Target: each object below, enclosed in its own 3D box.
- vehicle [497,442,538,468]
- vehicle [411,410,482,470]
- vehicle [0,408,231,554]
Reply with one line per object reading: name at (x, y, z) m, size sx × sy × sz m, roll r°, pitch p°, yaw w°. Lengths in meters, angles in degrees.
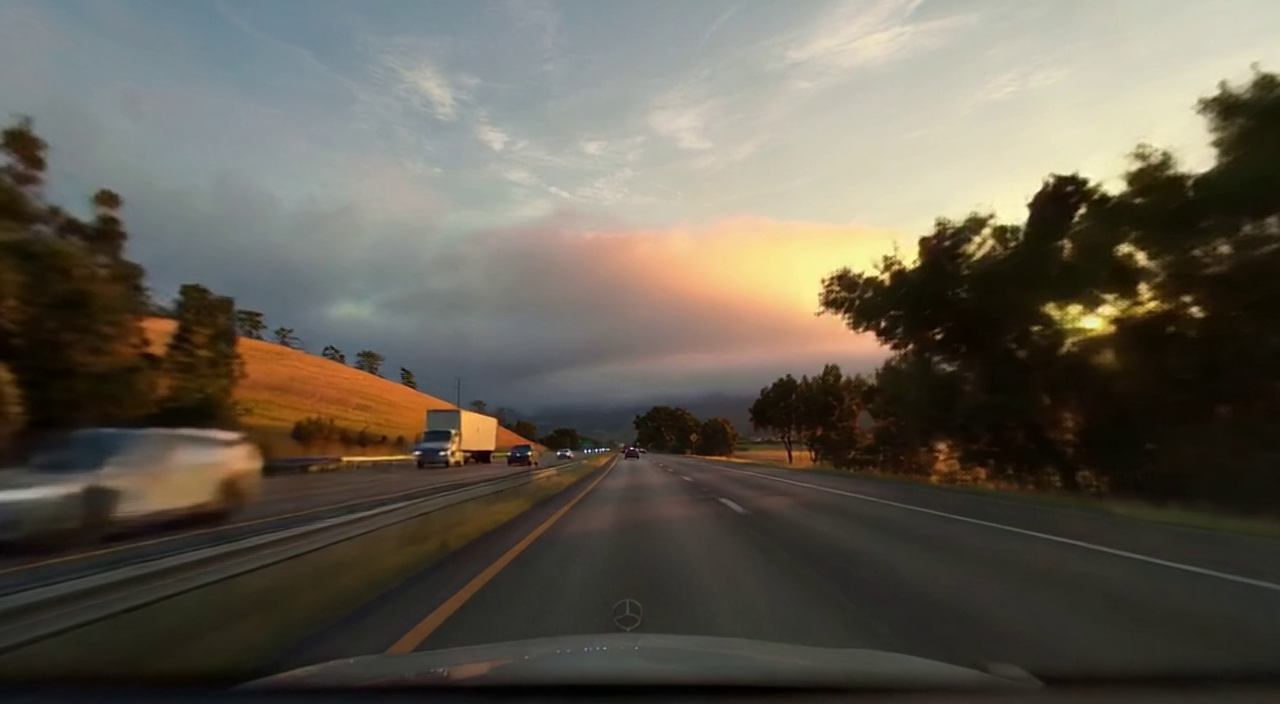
vehicle at (-8.620, 7.262, 44.606) m, size 2.060 × 1.750 × 4.253 m, roll 0°, pitch -9°, yaw -1°
vehicle at (-13.047, 6.061, 43.061) m, size 3.023 × 3.837 × 5.876 m, roll 0°, pitch -9°, yaw -1°
vehicle at (-8.782, 1.858, 9.529) m, size 2.167 × 1.729 × 4.445 m, roll 0°, pitch -9°, yaw 0°
